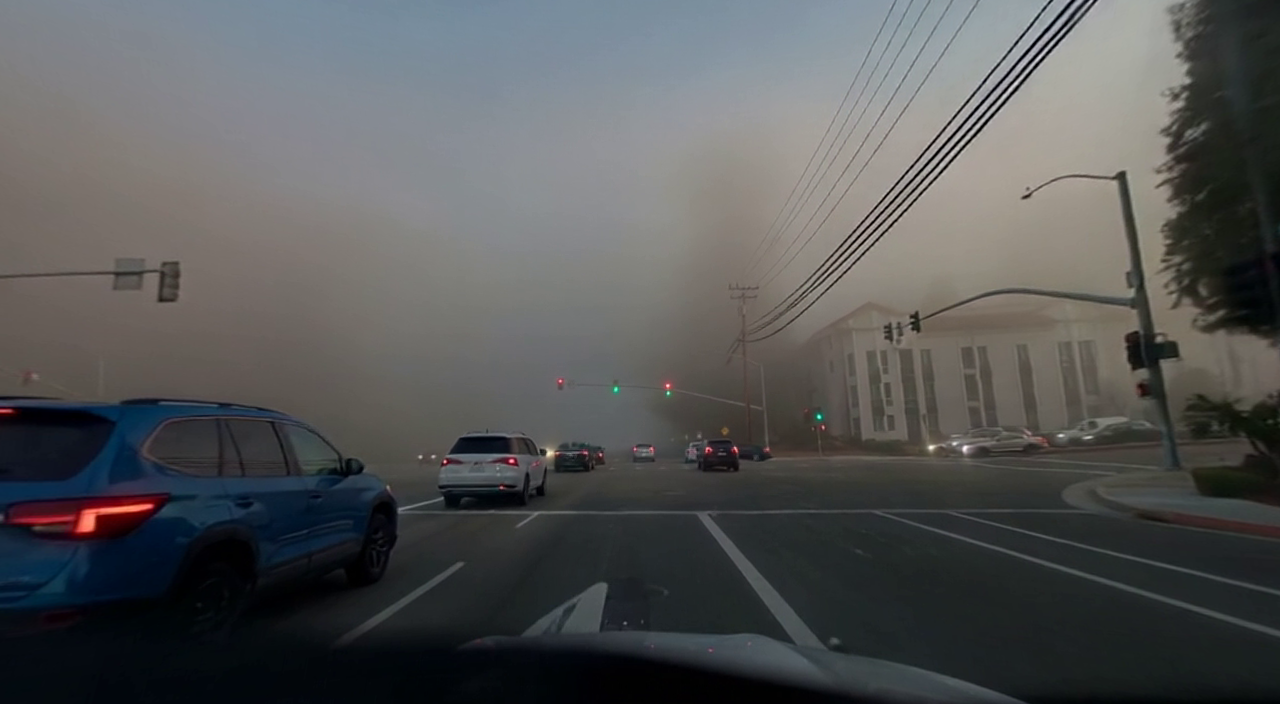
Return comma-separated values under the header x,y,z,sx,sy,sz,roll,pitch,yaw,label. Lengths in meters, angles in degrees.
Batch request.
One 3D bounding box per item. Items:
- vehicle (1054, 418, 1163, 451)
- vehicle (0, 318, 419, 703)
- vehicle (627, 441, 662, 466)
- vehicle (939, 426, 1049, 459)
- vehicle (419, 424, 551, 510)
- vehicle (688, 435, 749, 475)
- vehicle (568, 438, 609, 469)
x,y,z,sx,sy,sz,roll,pitch,yaw,label
26.305,4.655,35.515,4.439,1.748,2.037,0,-8,1,vehicle
-3.411,1.057,4.340,2.127,1.754,4.287,0,-8,1,vehicle
0.282,6.629,41.320,2.185,1.515,4.215,0,-8,1,vehicle
19.802,5.071,35.367,5.033,1.802,1.928,0,-9,-5,vehicle
-3.491,2.680,15.152,1.958,1.744,4.315,0,-8,2,vehicle
3.585,4.815,29.645,2.201,1.734,4.564,0,-8,0,vehicle
-2.933,5.872,36.583,1.900,1.677,4.128,0,-8,2,vehicle
